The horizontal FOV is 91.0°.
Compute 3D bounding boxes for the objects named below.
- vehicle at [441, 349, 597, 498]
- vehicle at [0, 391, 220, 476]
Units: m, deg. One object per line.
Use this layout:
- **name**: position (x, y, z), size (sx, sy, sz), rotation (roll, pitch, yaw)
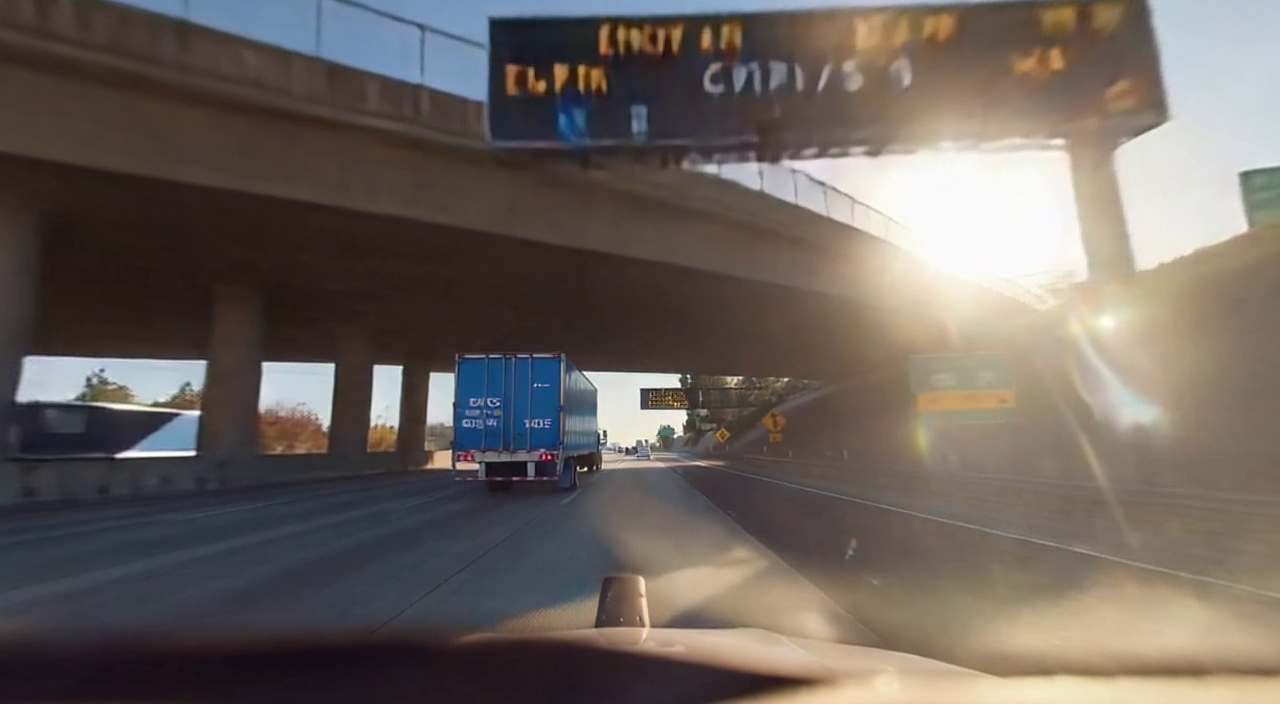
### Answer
- **vehicle**: position (-3.570, 2.707, 22.274), size (3.059, 3.956, 11.036), rotation (0, -9, 1)
- **vehicle**: position (-32.050, 4.981, 37.151), size (2.915, 4.008, 16.819), rotation (0, -9, 0)
